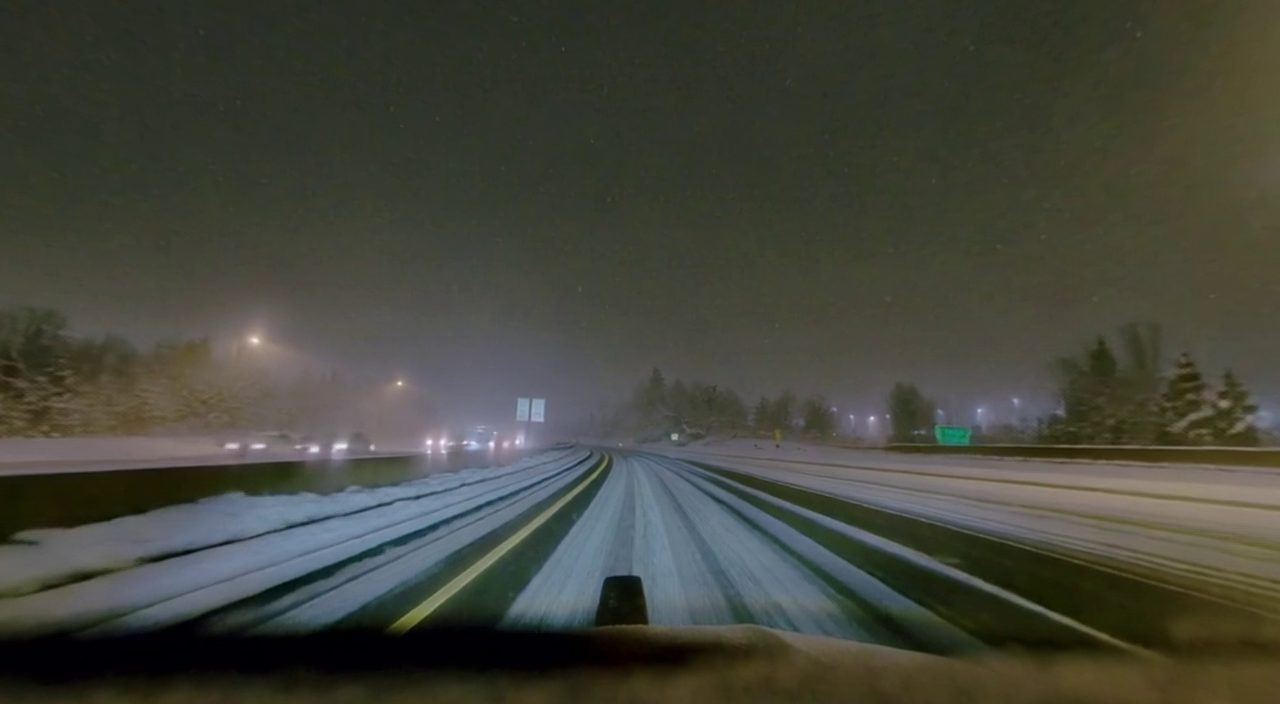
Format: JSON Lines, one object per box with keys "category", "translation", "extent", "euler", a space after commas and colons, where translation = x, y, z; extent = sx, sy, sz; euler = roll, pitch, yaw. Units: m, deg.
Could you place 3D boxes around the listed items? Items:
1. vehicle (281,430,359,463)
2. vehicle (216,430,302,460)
{"category": "vehicle", "translation": [-17.462, 5.199, 34.663], "extent": [1.933, 1.660, 4.631], "euler": [0, -8, -1]}
{"category": "vehicle", "translation": [-26.637, 6.537, 44.444], "extent": [2.668, 1.913, 5.887], "euler": [0, -8, -4]}
